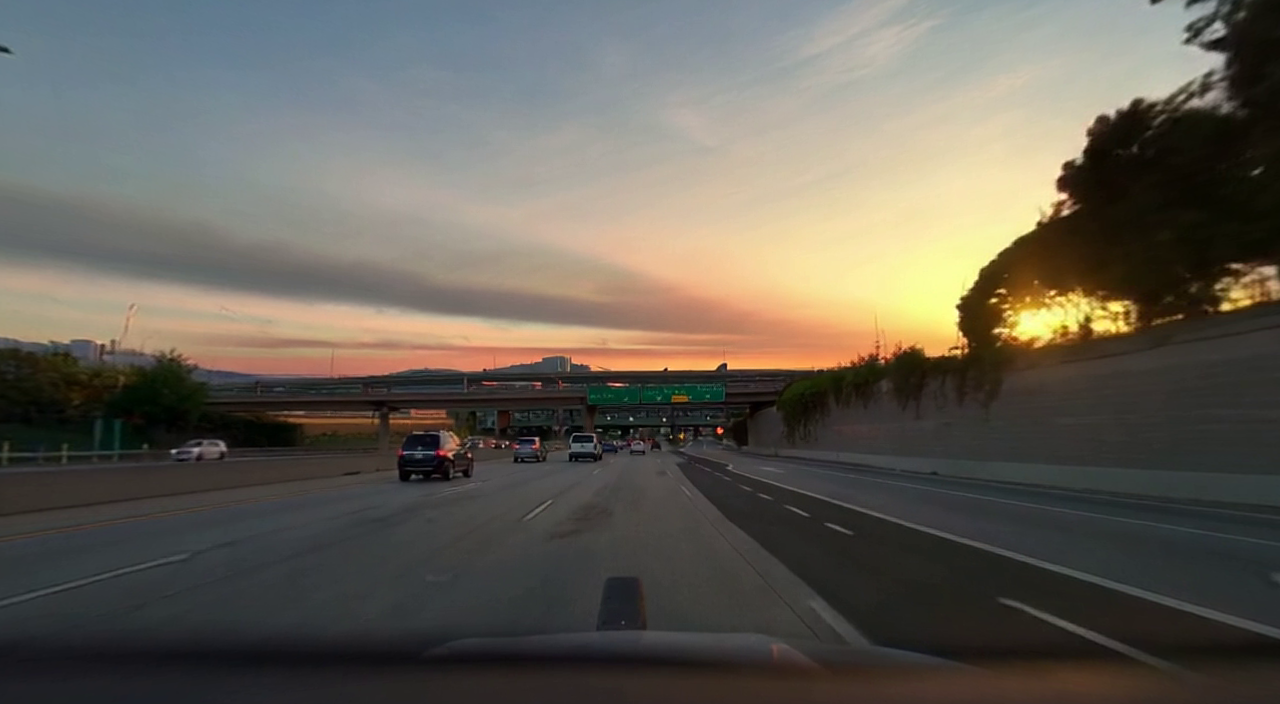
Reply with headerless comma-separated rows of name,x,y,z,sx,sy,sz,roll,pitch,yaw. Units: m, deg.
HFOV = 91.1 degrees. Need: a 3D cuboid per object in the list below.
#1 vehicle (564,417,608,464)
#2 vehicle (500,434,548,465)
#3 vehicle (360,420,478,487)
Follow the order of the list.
vehicle,-3.406,5.800,41.063,2.301,2.843,6.458,0,-8,0
vehicle,-7.088,6.008,38.862,2.109,1.784,4.709,0,-8,0
vehicle,-7.137,3.335,20.910,2.179,1.948,4.618,0,-8,1
